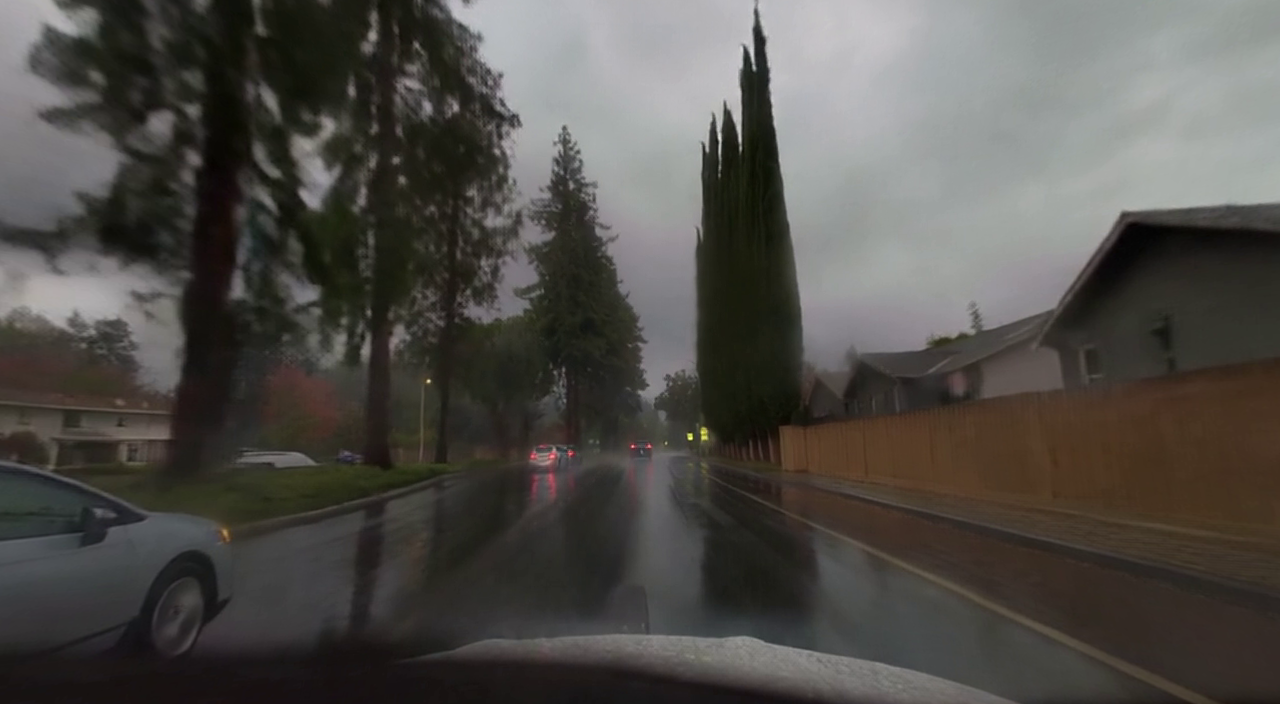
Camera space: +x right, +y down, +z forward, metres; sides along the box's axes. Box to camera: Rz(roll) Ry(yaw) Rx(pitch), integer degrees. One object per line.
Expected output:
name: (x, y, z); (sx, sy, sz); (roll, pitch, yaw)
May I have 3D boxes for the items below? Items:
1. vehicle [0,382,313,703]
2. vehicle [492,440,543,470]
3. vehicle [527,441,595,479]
vehicle: (-3.968, 0.923, 2.868); (2.190, 1.545, 4.943); (0, -8, 2)
vehicle: (-6.860, 5.822, 35.814); (2.110, 1.529, 4.743); (0, -8, -2)
vehicle: (-3.321, 4.646, 27.488); (2.188, 1.473, 4.651); (0, -8, 2)
